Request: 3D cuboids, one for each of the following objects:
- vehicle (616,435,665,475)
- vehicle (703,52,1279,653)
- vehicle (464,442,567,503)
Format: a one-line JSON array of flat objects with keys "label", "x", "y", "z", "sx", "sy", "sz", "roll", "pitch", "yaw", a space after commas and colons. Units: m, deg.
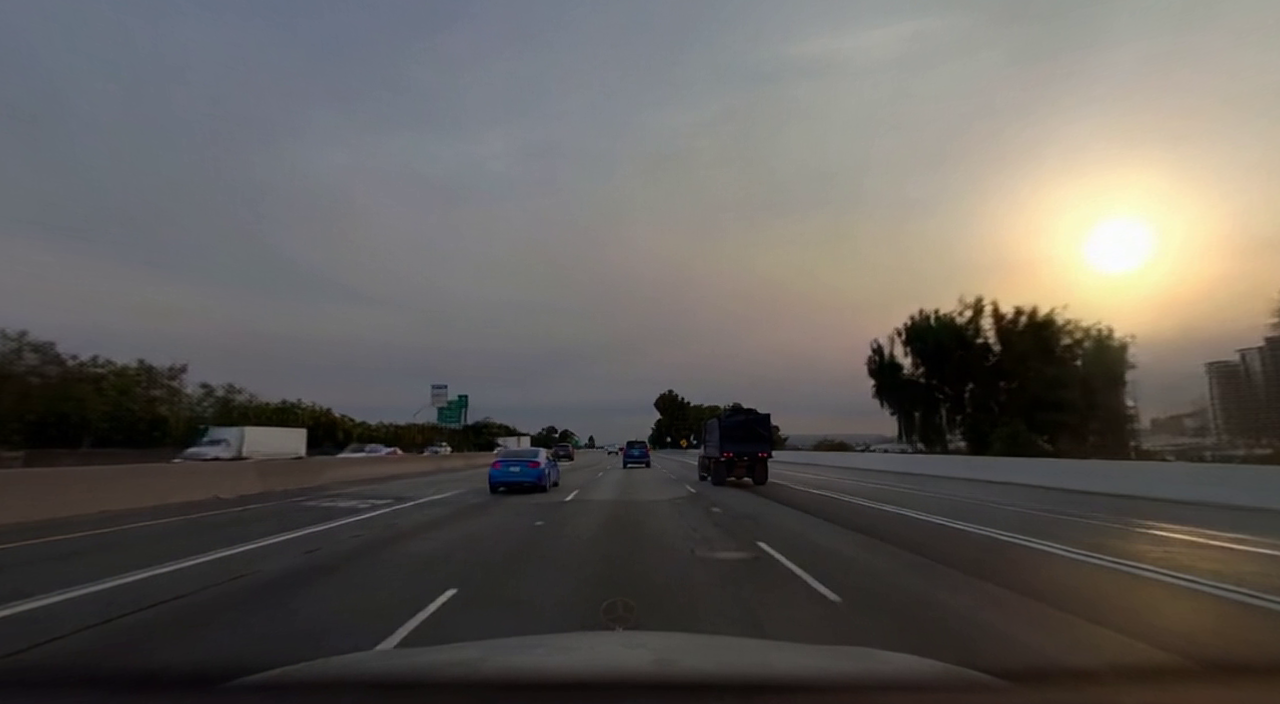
[{"label": "vehicle", "x": 0.009, "y": 5.061, "z": 31.156, "sx": 2.203, "sy": 1.805, "sz": 4.358, "roll": 0, "pitch": -9, "yaw": 0}, {"label": "vehicle", "x": 3.452, "y": 1.012, "z": 11.727, "sx": 2.876, "sy": 4.086, "sz": 15.117, "roll": 0, "pitch": -9, "yaw": -1}, {"label": "vehicle", "x": -3.177, "y": 3.162, "z": 17.051, "sx": 1.864, "sy": 1.406, "sz": 4.544, "roll": 0, "pitch": -9, "yaw": 0}]
